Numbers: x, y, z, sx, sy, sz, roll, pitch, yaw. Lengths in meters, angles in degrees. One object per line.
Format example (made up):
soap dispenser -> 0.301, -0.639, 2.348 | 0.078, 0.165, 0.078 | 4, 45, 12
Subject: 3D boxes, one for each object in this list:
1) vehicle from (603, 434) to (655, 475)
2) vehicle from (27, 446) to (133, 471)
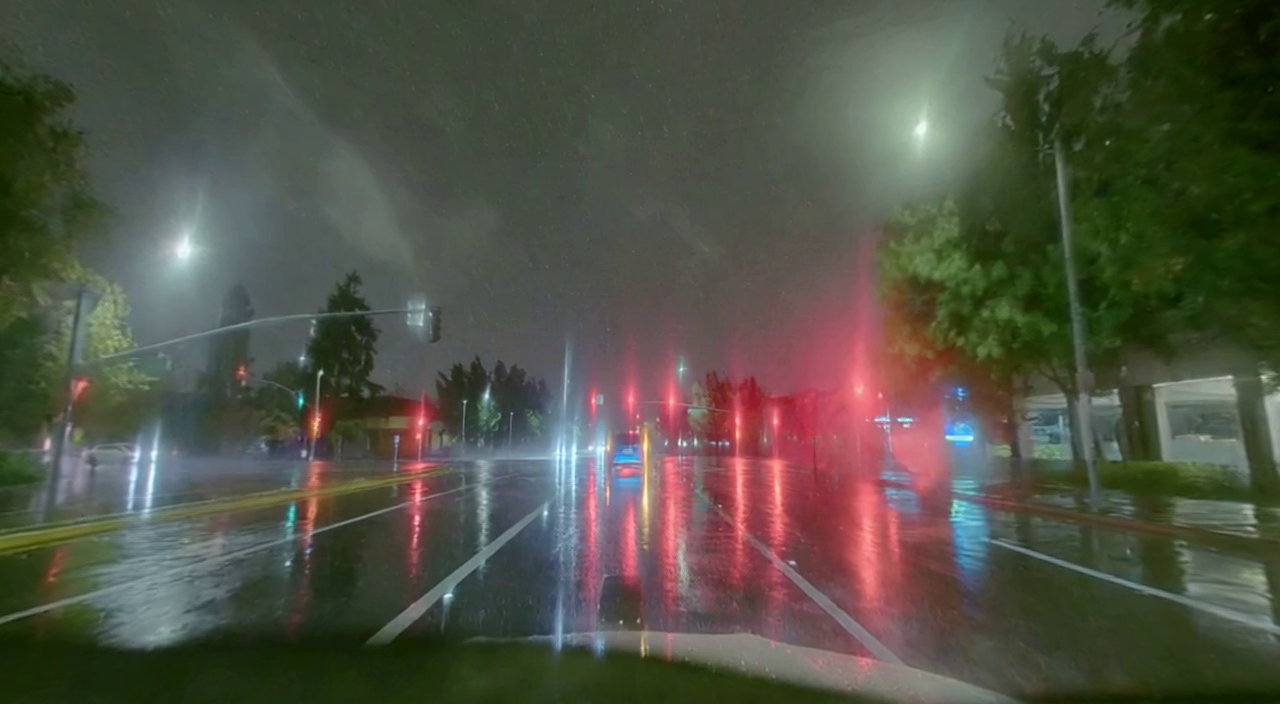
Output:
vehicle -> -0.482, 4.422, 27.340 | 2.066, 1.618, 3.922 | 0, -9, -1
vehicle -> -36.989, 7.034, 41.841 | 4.891, 1.591, 2.067 | 0, -9, -2
